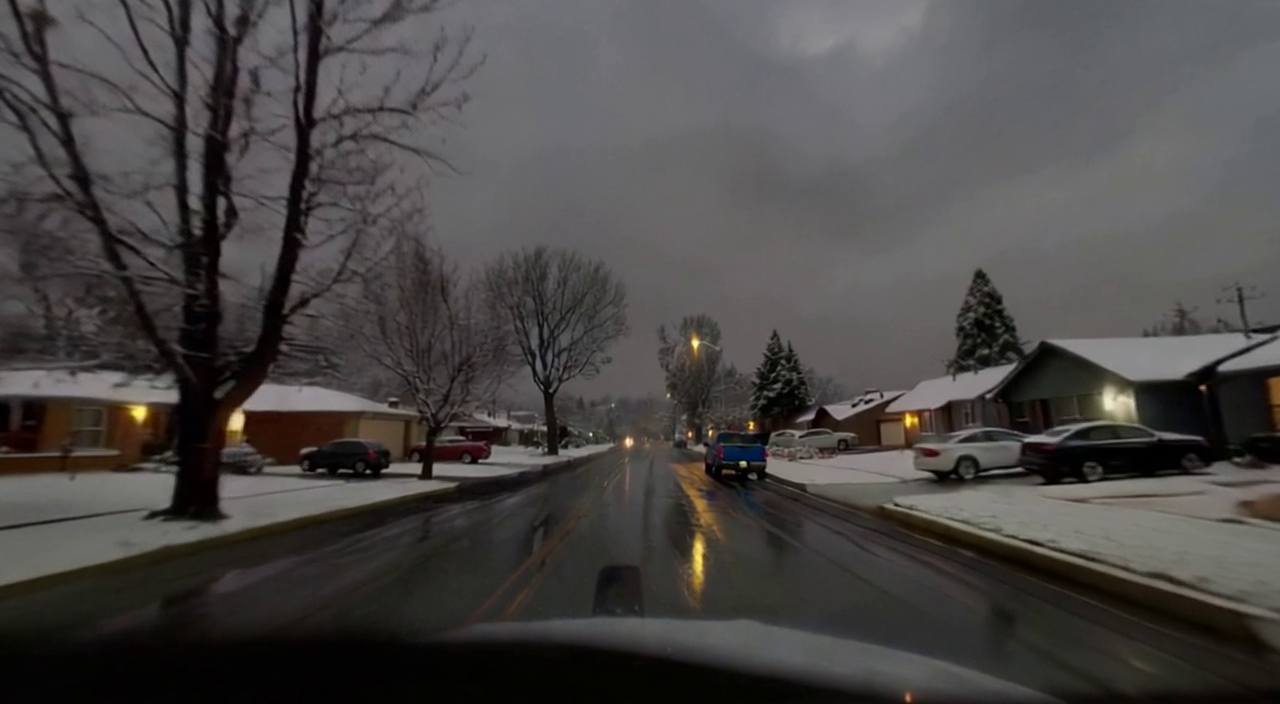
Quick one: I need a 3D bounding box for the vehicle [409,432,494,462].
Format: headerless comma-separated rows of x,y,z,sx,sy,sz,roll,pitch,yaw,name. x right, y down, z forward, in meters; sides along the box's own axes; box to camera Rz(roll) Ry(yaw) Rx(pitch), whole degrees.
-12.095,6.118,40.740,4.807,1.846,2.024,0,-8,4,vehicle

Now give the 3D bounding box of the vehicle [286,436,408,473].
-12.448,4.352,27.036,4.225,1.498,1.917,0,-8,2,vehicle

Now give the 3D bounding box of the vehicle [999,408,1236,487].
11.677,2.363,15.765,4.069,1.680,2.156,-2,-7,3,vehicle

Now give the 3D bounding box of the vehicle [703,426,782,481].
4.009,4.100,25.910,2.313,1.962,6.029,0,-8,1,vehicle

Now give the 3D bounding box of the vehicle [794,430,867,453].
13.114,6.186,43.688,4.486,1.579,1.880,-1,-8,4,vehicle
